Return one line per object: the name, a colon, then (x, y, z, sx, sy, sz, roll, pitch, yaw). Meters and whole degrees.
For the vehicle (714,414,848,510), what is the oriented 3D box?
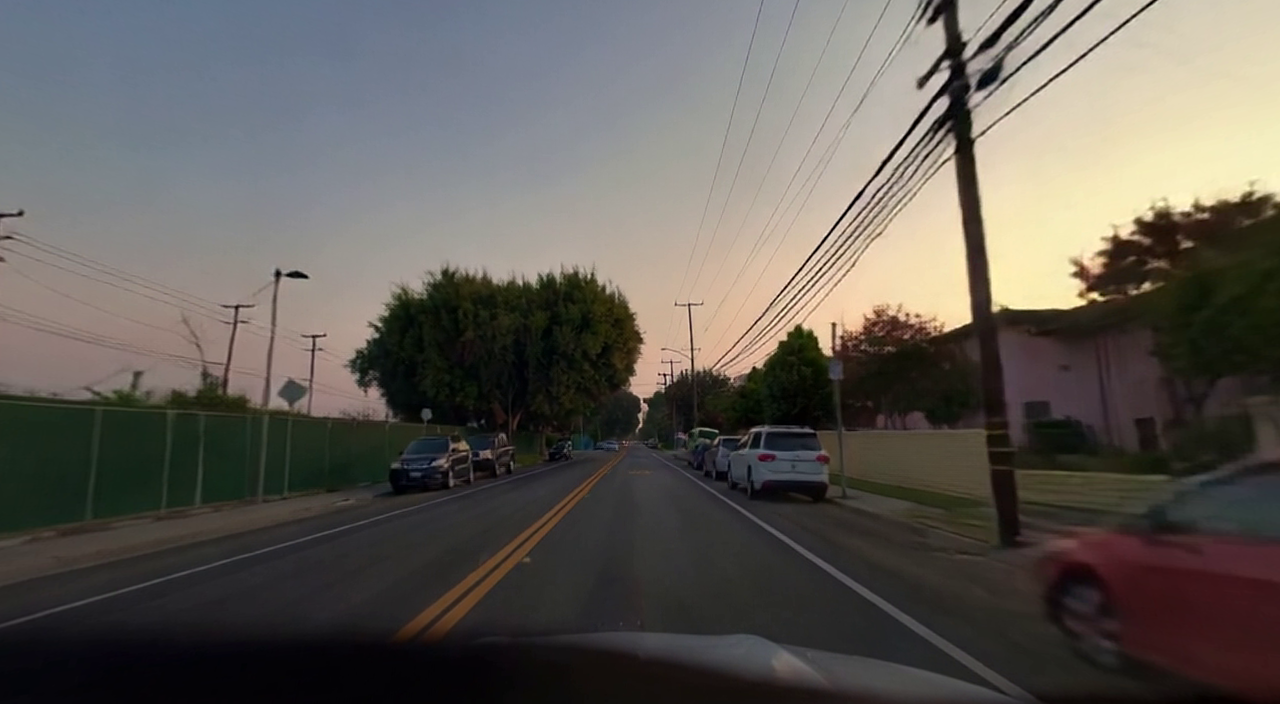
vehicle: (3.312, 2.736, 16.167, 2.053, 2.005, 5.495, 0, -8, -1)

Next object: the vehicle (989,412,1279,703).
vehicle: (3.559, 0.948, 2.244, 1.862, 1.492, 4.800, 0, -9, 0)

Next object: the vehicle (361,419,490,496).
vehicle: (-6.663, 3.349, 20.415, 2.268, 2.154, 5.321, 0, -8, 0)
